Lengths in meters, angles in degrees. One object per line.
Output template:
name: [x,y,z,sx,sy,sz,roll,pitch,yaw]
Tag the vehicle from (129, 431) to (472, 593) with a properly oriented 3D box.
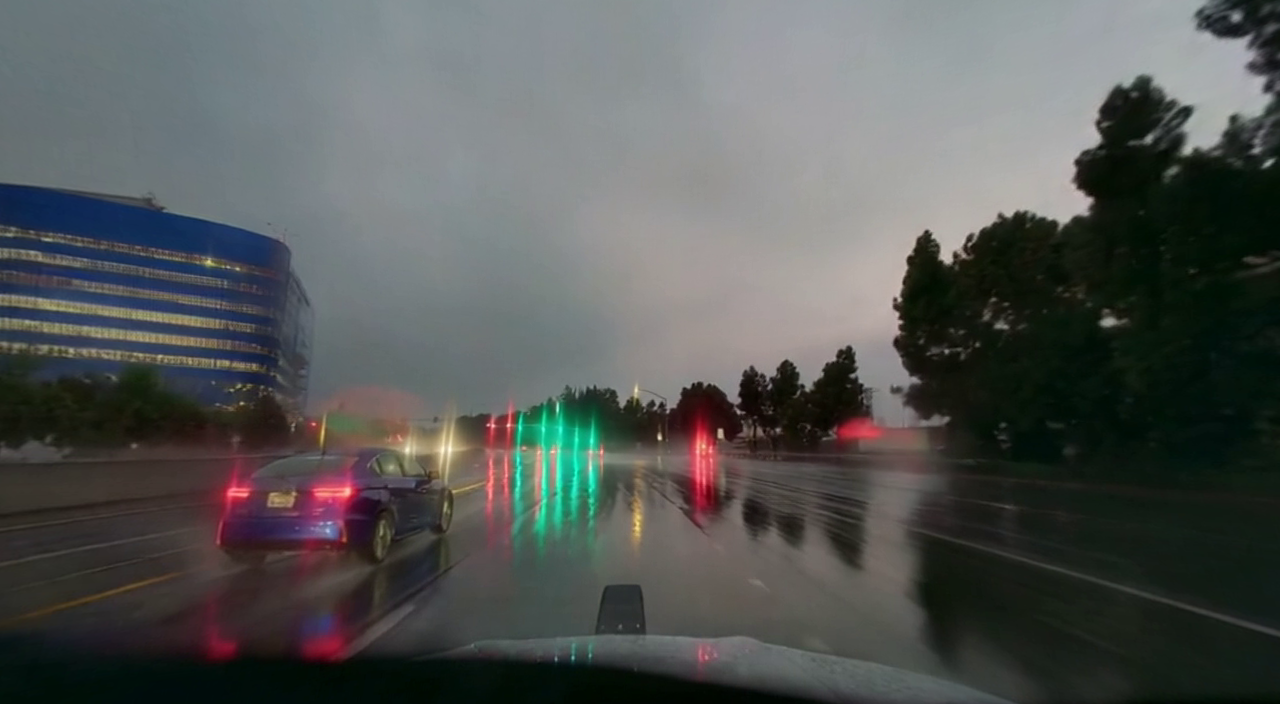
vehicle: [-3.726,1.811,8.091,2.018,1.476,4.364,0,-9,-1]
